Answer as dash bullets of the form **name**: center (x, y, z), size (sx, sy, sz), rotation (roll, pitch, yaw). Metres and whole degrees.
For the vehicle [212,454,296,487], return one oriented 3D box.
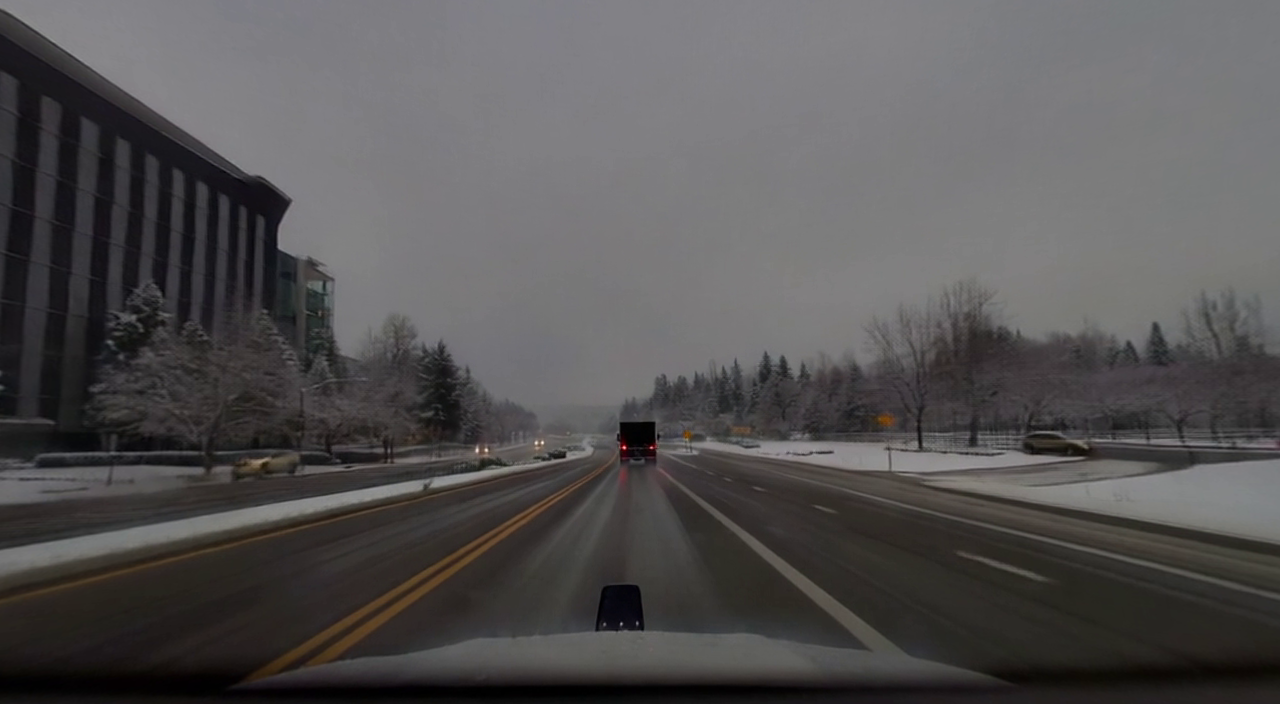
- **vehicle**: center (-23.257, 7.137, 38.326), size (2.014, 1.784, 4.878), rotation (0, -9, 0)

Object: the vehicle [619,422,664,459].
- **vehicle**: center (0.009, 4.880, 34.624), size (2.178, 1.829, 4.932), rotation (0, -9, -3)
